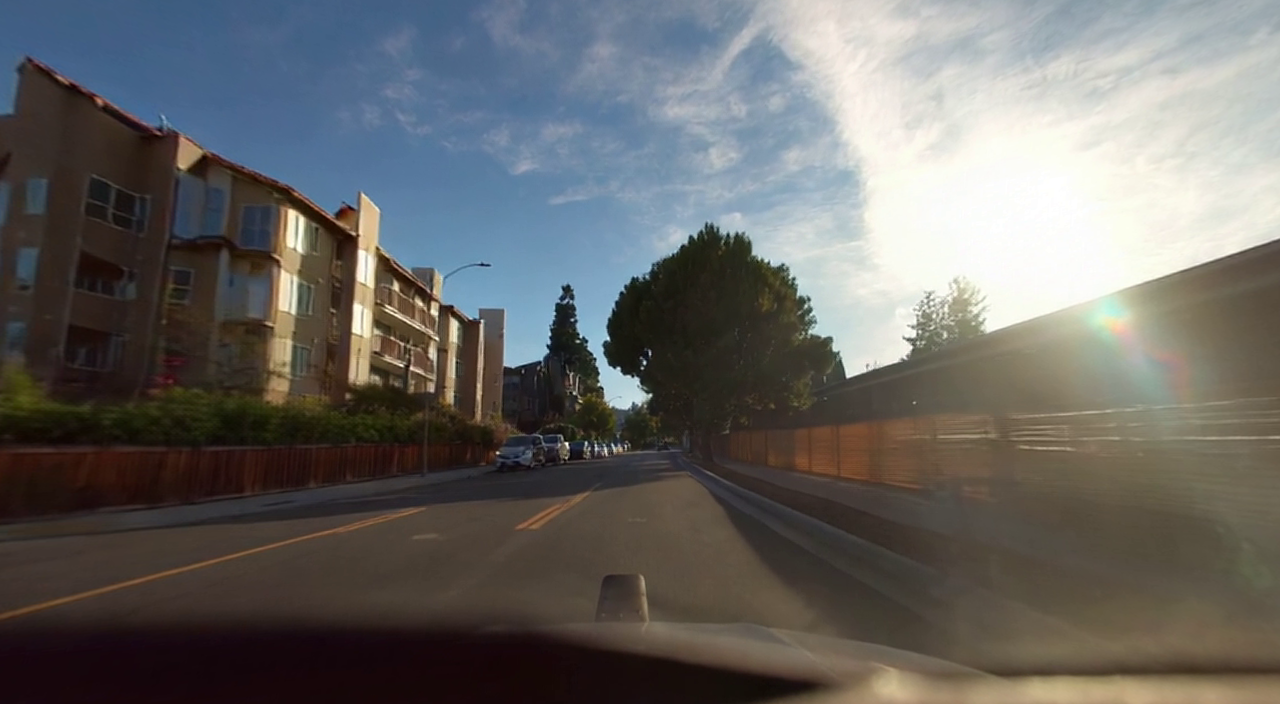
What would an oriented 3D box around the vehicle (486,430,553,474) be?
[{"bbox_3d":[-5.954,5.020,31.958,2.192,1.965,4.917,2,-8,3],"label":"vehicle"}]
